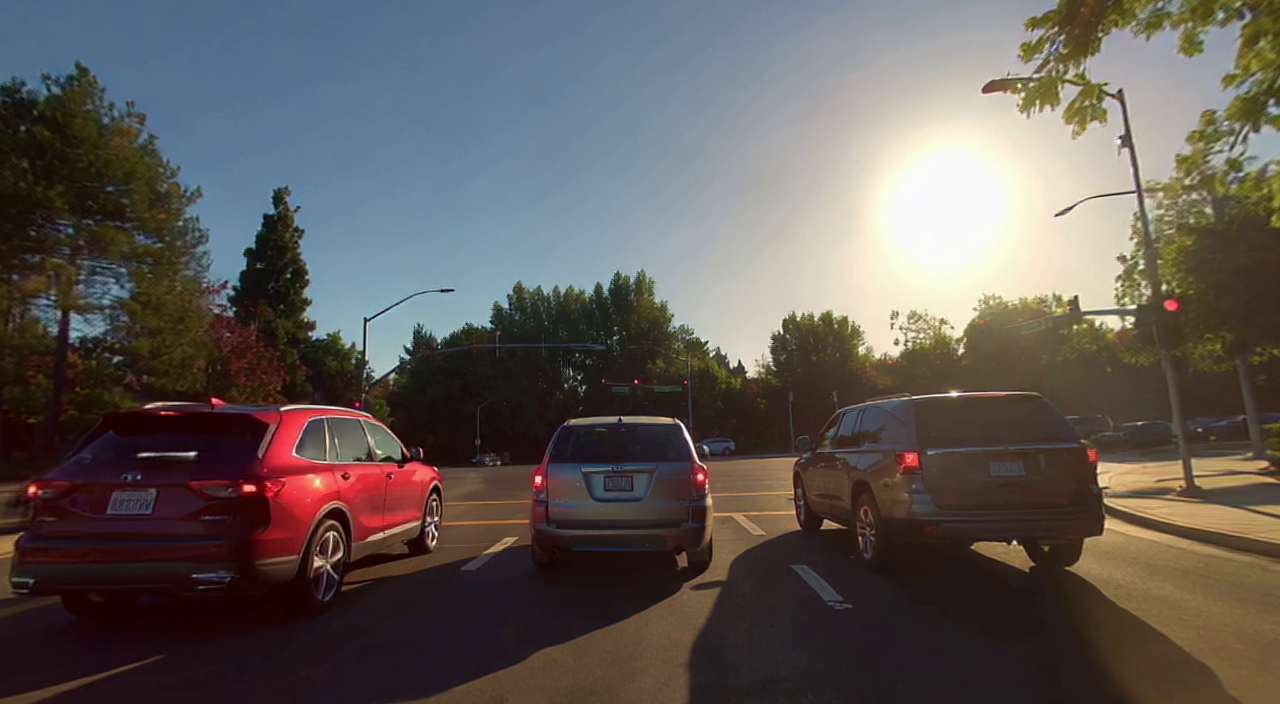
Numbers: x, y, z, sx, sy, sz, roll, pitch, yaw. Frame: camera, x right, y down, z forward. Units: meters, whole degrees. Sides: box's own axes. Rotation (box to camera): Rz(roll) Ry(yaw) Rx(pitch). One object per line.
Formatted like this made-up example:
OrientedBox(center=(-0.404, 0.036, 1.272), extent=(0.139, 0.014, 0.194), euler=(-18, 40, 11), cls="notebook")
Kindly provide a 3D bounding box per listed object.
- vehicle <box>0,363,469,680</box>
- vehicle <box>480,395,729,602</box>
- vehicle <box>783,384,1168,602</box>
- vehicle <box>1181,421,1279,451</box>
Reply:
OrientedBox(center=(-3.273, 1.285, 5.895), extent=(2.047, 1.810, 4.414), euler=(0, -8, 1), cls="vehicle")
OrientedBox(center=(-0.235, 1.513, 7.316), extent=(2.067, 1.702, 3.987), euler=(0, -8, 2), cls="vehicle")
OrientedBox(center=(3.272, 1.485, 7.509), extent=(2.083, 1.779, 4.532), euler=(0, -8, 0), cls="vehicle")
OrientedBox(center=(32.798, 4.651, 34.757), extent=(4.175, 1.634, 1.877), euler=(1, -8, -4), cls="vehicle")
